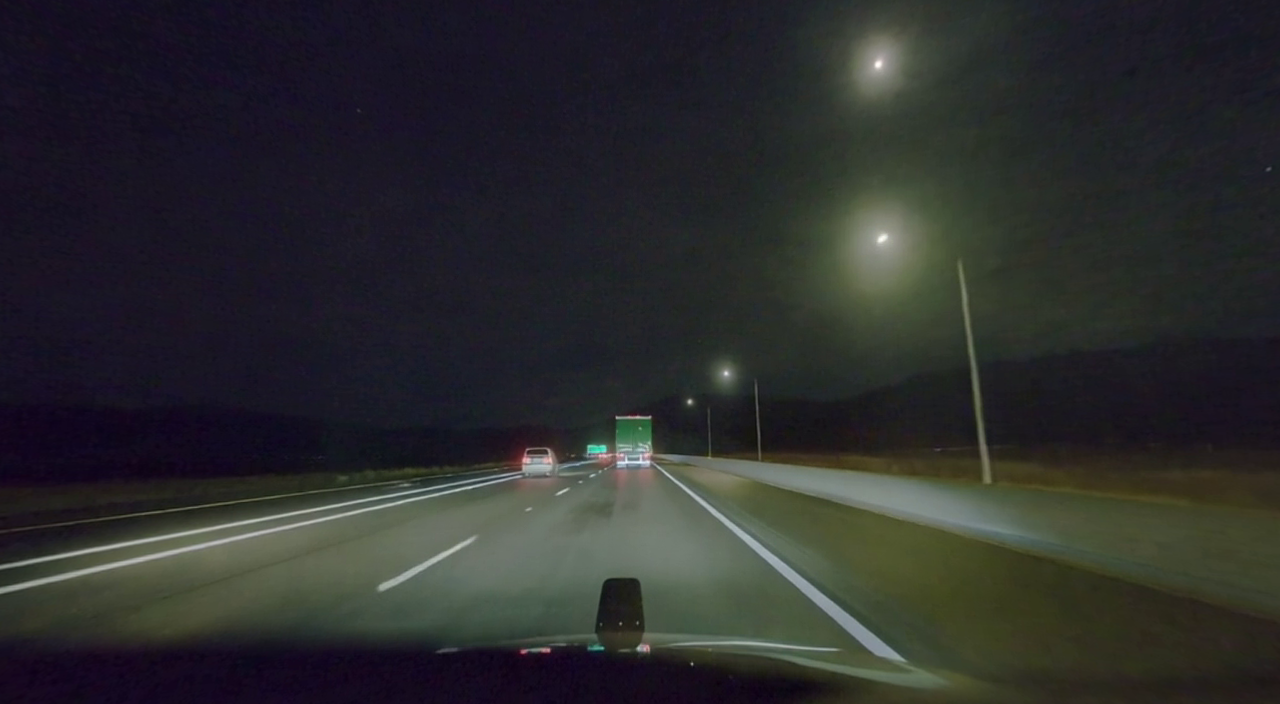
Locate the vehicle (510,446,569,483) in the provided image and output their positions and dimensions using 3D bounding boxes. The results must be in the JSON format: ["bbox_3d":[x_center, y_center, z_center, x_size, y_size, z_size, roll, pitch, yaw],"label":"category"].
[{"bbox_3d":[-4.424,5.019,28.438,1.978,1.507,4.062,0,-9,1],"label":"vehicle"}]
